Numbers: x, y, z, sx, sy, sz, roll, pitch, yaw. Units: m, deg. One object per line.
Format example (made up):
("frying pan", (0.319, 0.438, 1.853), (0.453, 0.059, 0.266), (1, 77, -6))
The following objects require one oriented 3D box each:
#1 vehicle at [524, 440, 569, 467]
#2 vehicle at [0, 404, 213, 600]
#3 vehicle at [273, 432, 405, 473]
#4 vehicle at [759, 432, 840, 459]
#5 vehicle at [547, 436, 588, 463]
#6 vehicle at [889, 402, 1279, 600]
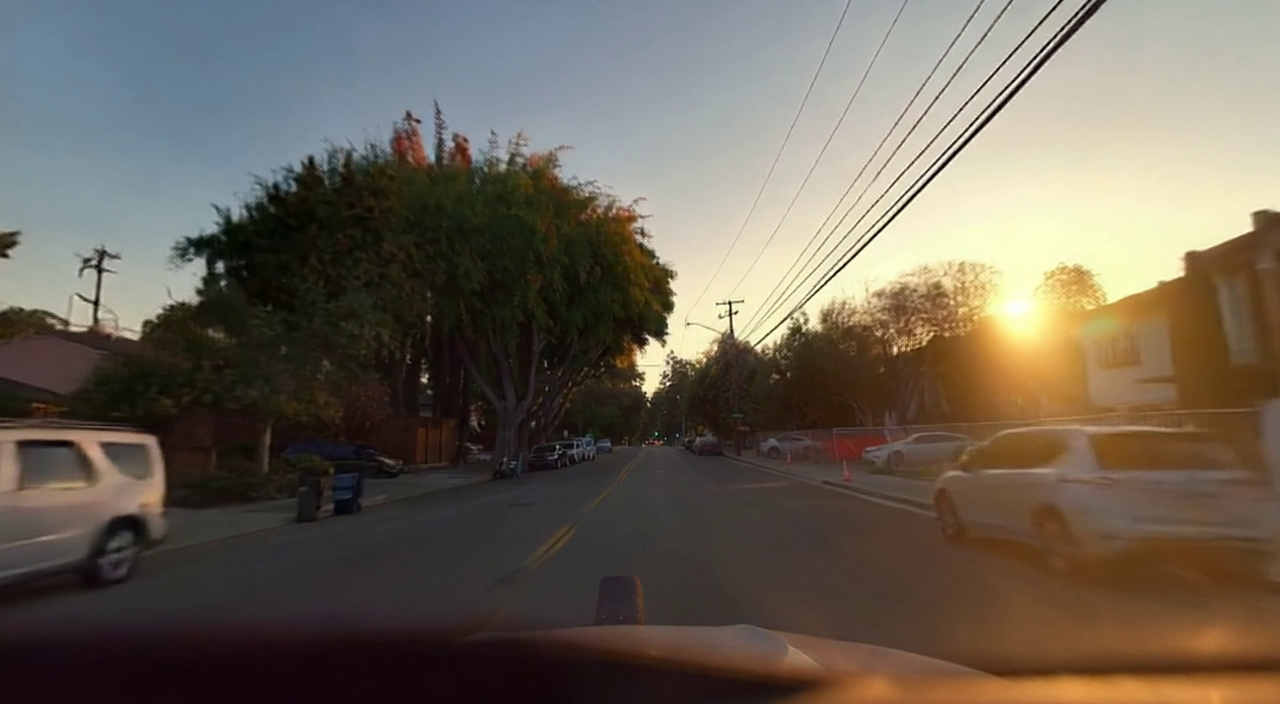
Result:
("vehicle", (-5.737, 6.267, 39.139), (1.771, 1.512, 4.281), (2, -9, 5))
("vehicle", (-6.959, 1.474, 6.296), (2.055, 1.806, 4.540), (-1, -8, 3))
("vehicle", (-13.088, 4.385, 27.671), (4.752, 1.734, 1.998), (0, -8, 1))
("vehicle", (10.772, 6.321, 42.868), (4.920, 1.759, 1.998), (0, -8, -1))
("vehicle", (-5.258, 7.195, 46.435), (2.158, 1.837, 4.659), (-1, -10, 3))
("vehicle", (4.571, 1.471, 7.062), (1.902, 1.542, 4.099), (0, -8, 0))
